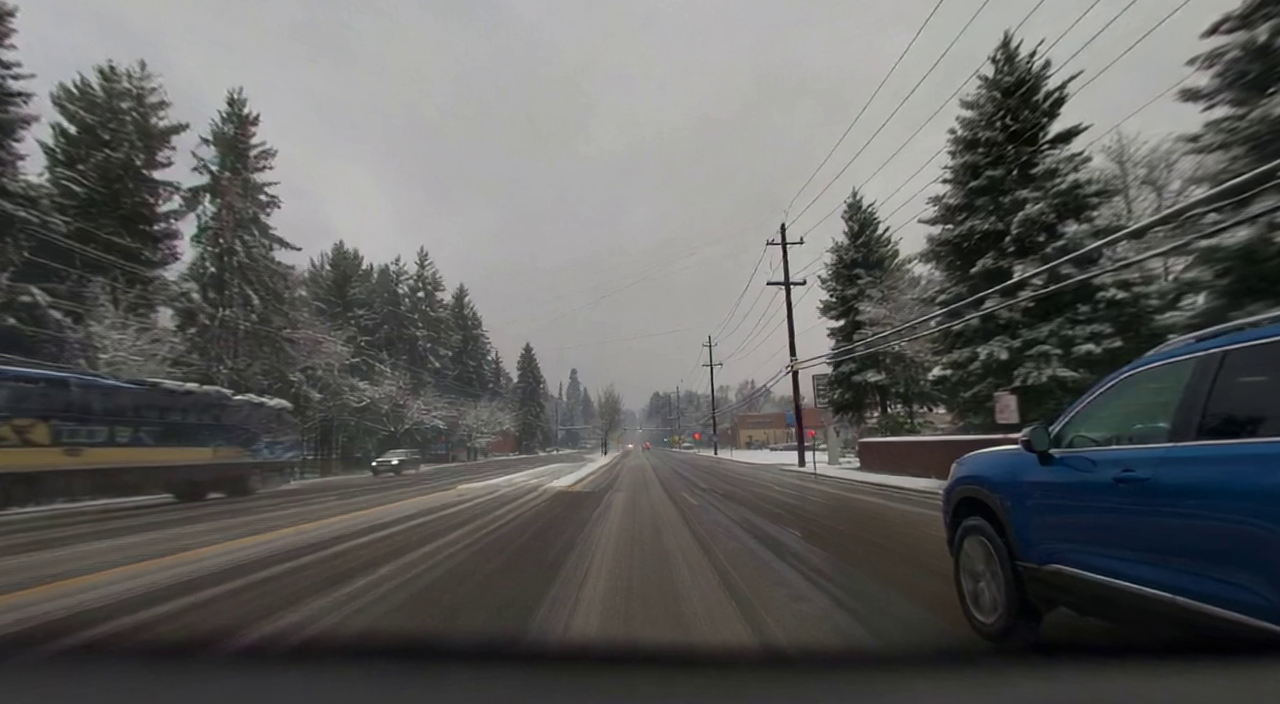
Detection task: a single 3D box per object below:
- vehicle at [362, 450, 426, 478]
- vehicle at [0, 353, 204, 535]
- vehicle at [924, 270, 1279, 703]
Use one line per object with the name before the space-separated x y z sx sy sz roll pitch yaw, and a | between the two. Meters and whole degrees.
vehicle | -14.274 6.473 36.896 2.015 1.501 4.307 0 -9 0
vehicle | -13.972 1.989 13.595 2.980 3.522 8.459 0 -9 1
vehicle | 3.047 0.663 2.016 2.060 1.820 4.713 0 -9 0
